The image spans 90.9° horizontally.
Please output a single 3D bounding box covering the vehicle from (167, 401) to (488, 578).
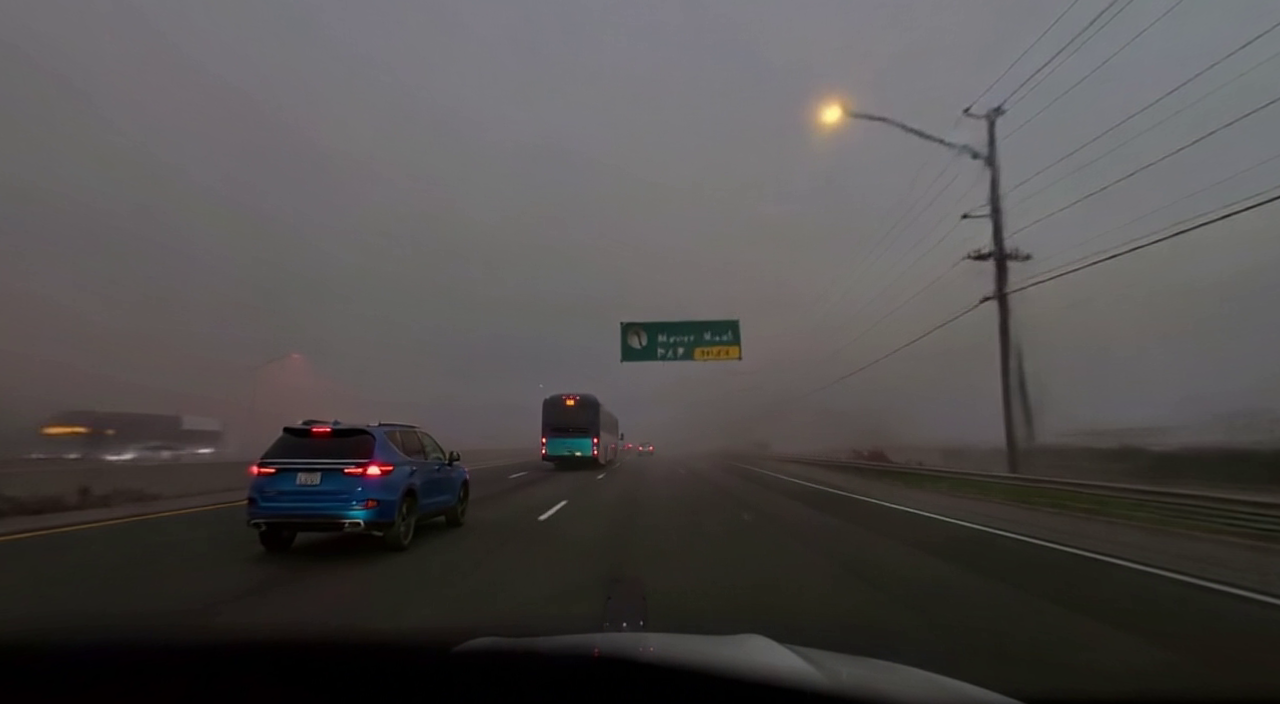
[{"bbox_3d":[-3.601,1.670,8.383,2.021,1.730,4.223,0,-9,1],"label":"vehicle"}]

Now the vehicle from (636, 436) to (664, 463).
[{"bbox_3d":[0.742,7.704,49.981,2.083,2.001,4.782,0,-9,0],"label":"vehicle"}]

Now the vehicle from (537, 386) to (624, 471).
[{"bbox_3d":[-2.794,4.358,34.022,3.382,3.712,11.766,1,-9,1],"label":"vehicle"}]

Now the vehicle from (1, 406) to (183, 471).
[{"bbox_3d":[-32.227,5.227,37.735,3.549,3.429,7.908,0,-9,1],"label":"vehicle"}]
